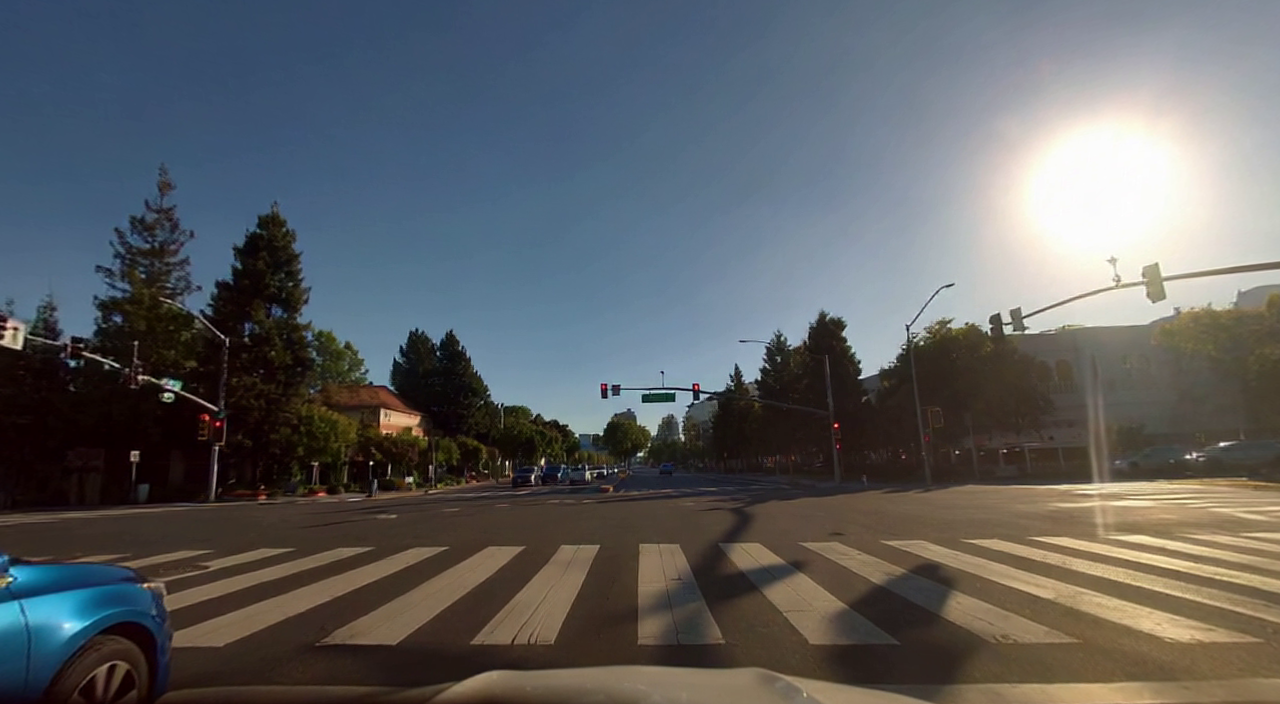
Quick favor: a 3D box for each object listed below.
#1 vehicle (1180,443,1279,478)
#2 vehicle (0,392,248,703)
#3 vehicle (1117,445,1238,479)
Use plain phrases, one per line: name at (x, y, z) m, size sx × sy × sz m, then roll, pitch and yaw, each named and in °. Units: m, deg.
vehicle at (25.685, 4.536, 26.579) m, size 4.347 × 1.411 × 1.784 m, roll 0°, pitch -9°, yaw -3°
vehicle at (-2.992, 0.785, 1.260) m, size 1.969 × 1.513 × 3.773 m, roll 0°, pitch -9°, yaw 0°
vehicle at (25.095, 5.106, 29.563) m, size 4.123 × 1.469 × 1.790 m, roll 0°, pitch -8°, yaw -5°
